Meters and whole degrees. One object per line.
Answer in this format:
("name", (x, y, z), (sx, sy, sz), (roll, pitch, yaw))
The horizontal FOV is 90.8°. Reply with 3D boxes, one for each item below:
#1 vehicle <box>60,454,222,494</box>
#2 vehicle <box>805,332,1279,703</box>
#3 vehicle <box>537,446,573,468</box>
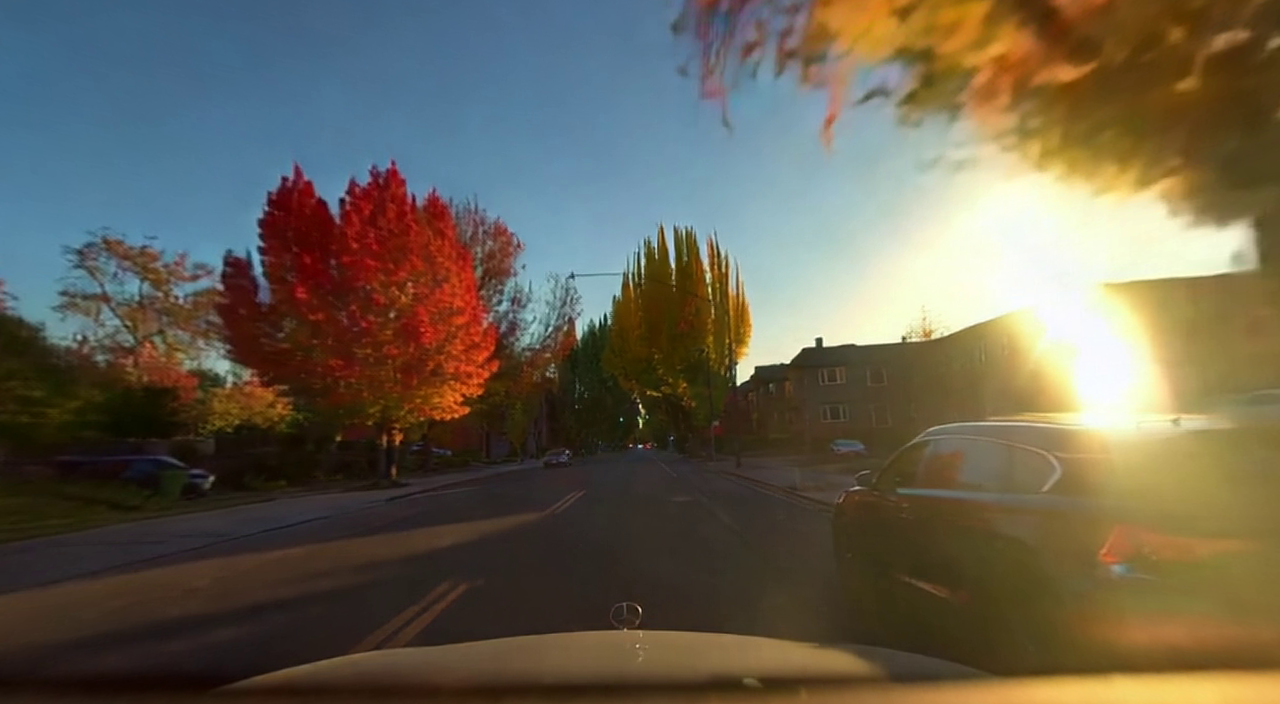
("vehicle", (-19.469, 4.774, 24.843), (4.610, 1.463, 1.841), (1, -9, -6))
("vehicle", (3.018, 1.173, 4.642), (2.224, 1.791, 4.834), (0, -8, -1))
("vehicle", (-6.327, 7.850, 47.595), (2.031, 1.521, 4.538), (0, -8, 1))
